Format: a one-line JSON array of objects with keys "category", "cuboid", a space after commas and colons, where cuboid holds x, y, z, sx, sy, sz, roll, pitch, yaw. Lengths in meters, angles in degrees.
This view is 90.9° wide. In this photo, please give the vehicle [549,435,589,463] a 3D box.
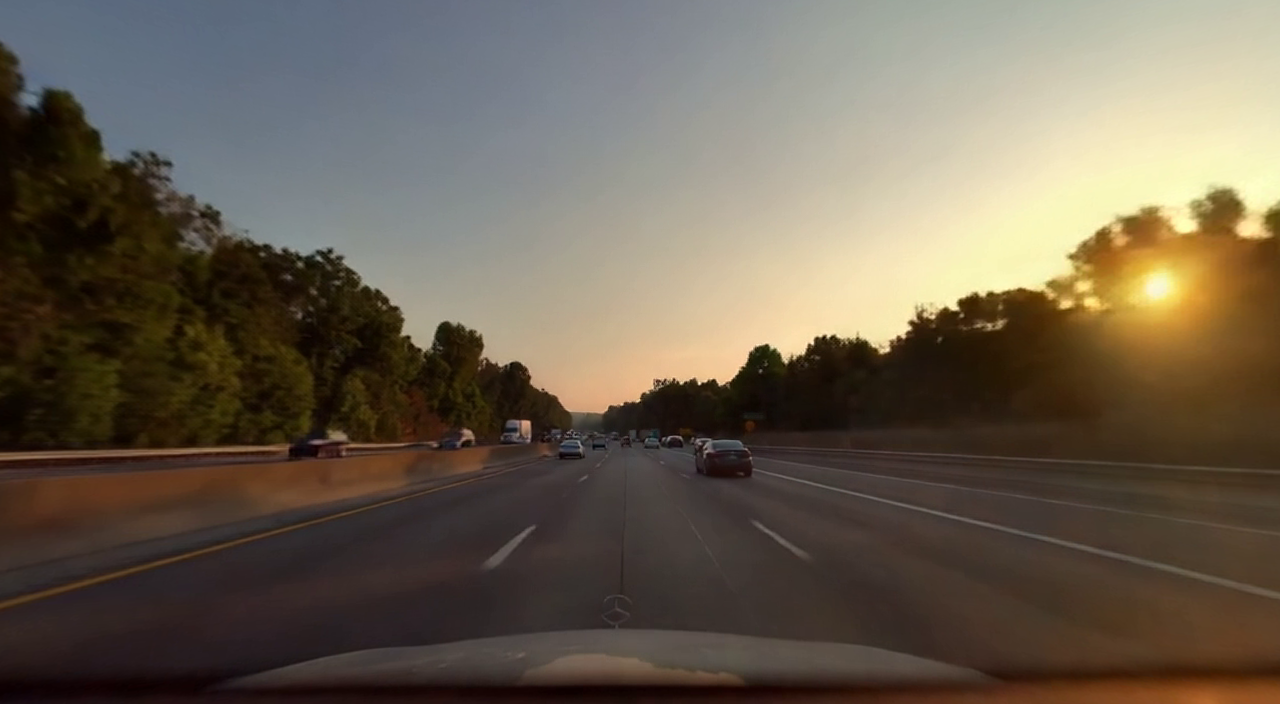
[{"category": "vehicle", "cuboid": [-4.275, 5.905, 38.596, 2.011, 1.614, 4.808, 0, -8, -1]}]

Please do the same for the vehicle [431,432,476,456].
[{"category": "vehicle", "cuboid": [-12.637, 6.251, 42.939, 1.888, 1.507, 4.157, 0, -8, -1]}]

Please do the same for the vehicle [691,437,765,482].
[{"category": "vehicle", "cuboid": [3.079, 3.832, 22.966, 1.990, 1.480, 3.865, 0, -8, -2]}]

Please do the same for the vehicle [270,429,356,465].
[{"category": "vehicle", "cuboid": [-16.024, 4.677, 31.175, 1.935, 1.619, 4.445, 0, -8, -1]}]
